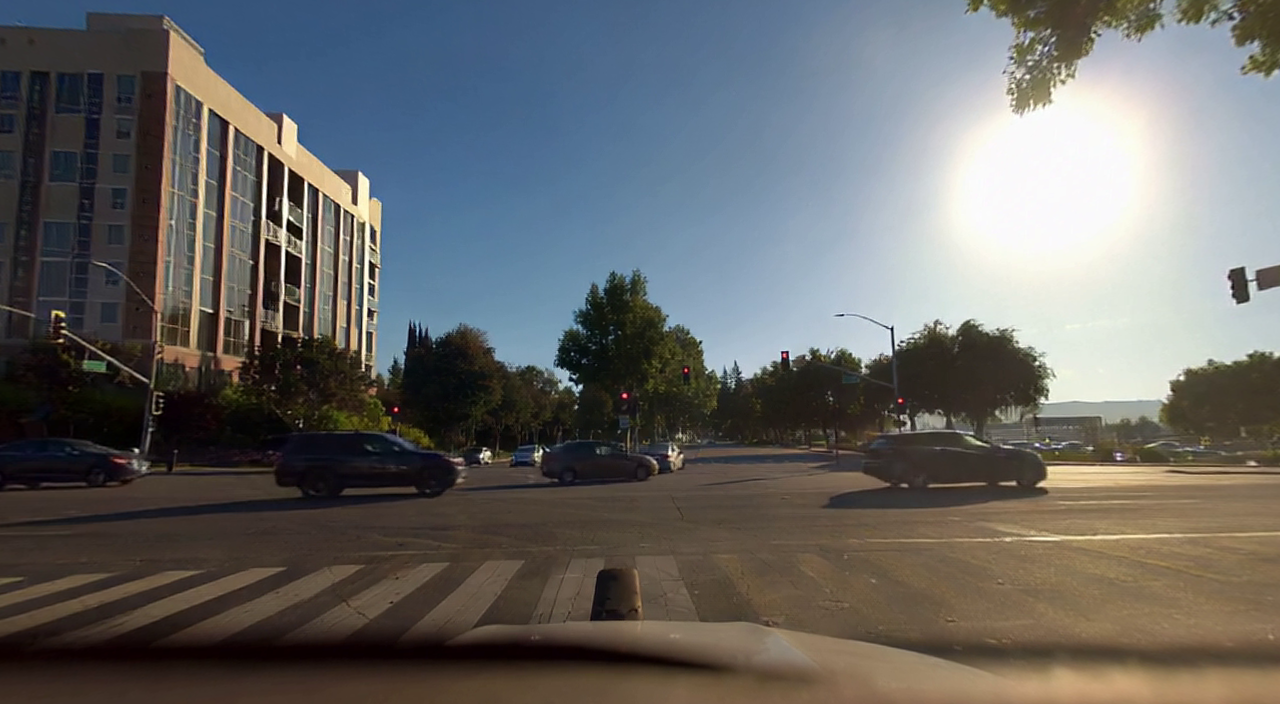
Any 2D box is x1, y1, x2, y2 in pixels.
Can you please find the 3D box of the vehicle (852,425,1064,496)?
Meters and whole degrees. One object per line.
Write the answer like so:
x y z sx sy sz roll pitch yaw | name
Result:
9.476 3.247 19.181 5.101 1.940 2.468 1 -8 -7 | vehicle

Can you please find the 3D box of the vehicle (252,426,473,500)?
-7.202 2.920 16.949 4.923 1.800 2.153 1 -8 -5 | vehicle

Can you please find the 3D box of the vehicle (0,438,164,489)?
-17.750 3.399 19.422 4.424 1.454 2.043 1 -8 -5 | vehicle

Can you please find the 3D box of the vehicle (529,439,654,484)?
-1.841 4.171 24.384 4.397 1.569 1.955 5 -10 -31 | vehicle

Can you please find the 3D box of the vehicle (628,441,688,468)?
1.196 6.325 39.157 1.976 1.505 5.084 -4 -9 22 | vehicle
